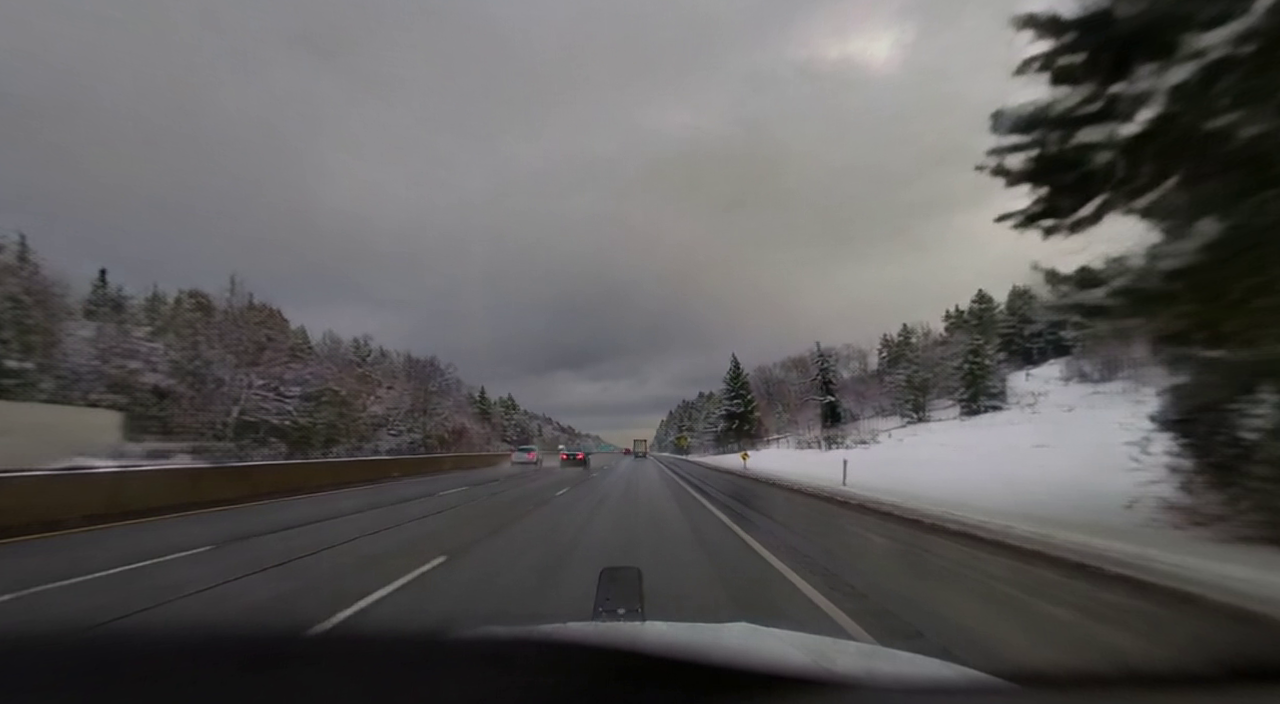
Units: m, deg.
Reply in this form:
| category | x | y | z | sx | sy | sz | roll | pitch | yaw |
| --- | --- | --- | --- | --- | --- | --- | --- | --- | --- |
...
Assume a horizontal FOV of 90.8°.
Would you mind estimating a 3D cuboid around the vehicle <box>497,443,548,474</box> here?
| category | x | y | z | sx | sy | sz | roll | pitch | yaw |
| --- | --- | --- | --- | --- | --- | --- | --- | --- | --- |
| vehicle | -7.145 | 6.524 | 38.837 | 2.173 | 1.722 | 4.869 | 0 | -9 | 1 |

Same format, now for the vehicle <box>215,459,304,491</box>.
| category | x | y | z | sx | sy | sz | roll | pitch | yaw |
| --- | --- | --- | --- | --- | --- | --- | --- | --- | --- |
| vehicle | -19.627 | 6.321 | 32.793 | 1.797 | 1.457 | 4.455 | 0 | -9 | 0 |

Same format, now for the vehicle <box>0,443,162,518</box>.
| category | x | y | z | sx | sy | sz | roll | pitch | yaw |
| --- | --- | --- | --- | --- | --- | --- | --- | --- | --- |
| vehicle | -16.544 | 3.518 | 17.864 | 2.032 | 1.783 | 4.980 | 0 | -9 | 0 |

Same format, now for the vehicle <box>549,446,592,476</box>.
| category | x | y | z | sx | sy | sz | roll | pitch | yaw |
| --- | --- | --- | --- | --- | --- | --- | --- | --- | --- |
| vehicle | -3.721 | 5.937 | 34.424 | 1.893 | 1.521 | 3.742 | 0 | -9 | 0 |
